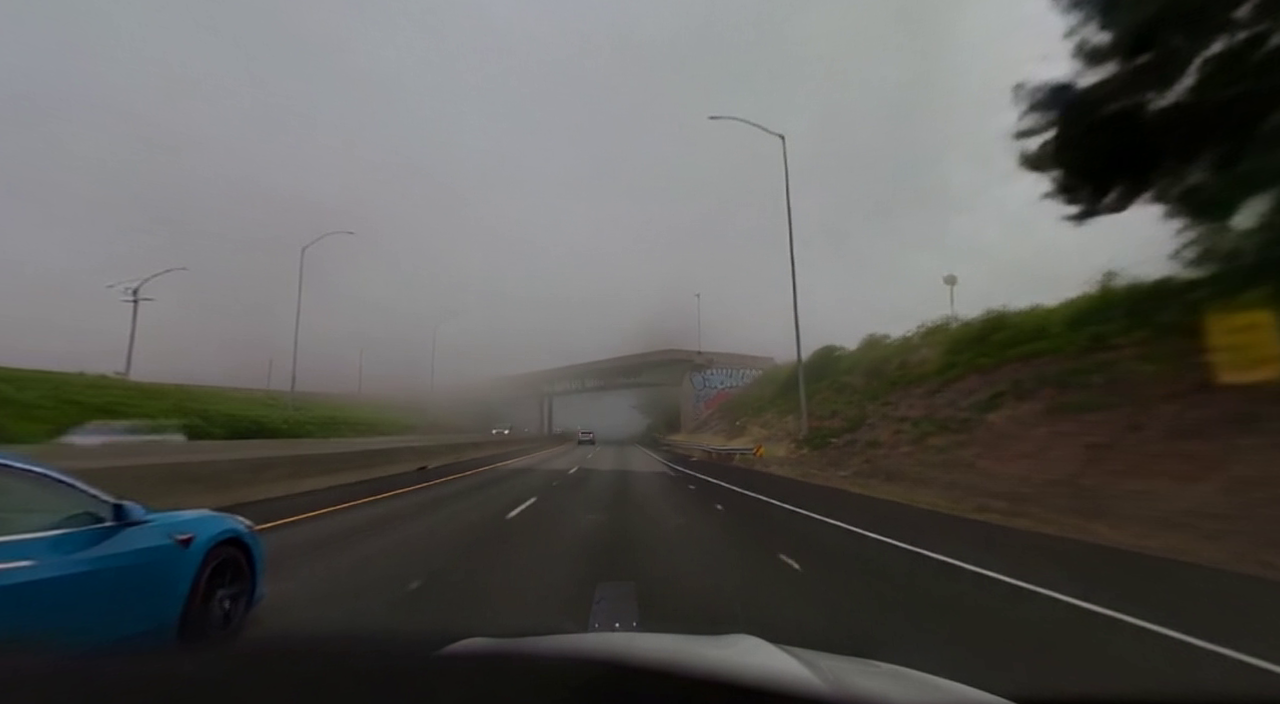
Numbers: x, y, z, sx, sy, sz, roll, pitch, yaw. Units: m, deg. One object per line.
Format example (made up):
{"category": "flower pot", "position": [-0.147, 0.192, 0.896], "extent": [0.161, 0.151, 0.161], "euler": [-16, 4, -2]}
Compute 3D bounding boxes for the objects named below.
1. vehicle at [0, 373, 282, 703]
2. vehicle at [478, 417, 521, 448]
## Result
{"category": "vehicle", "position": [-3.465, 0.794, 1.896], "extent": [2.108, 1.555, 4.574], "euler": [0, -8, -1]}
{"category": "vehicle", "position": [-10.941, 6.329, 49.393], "extent": [2.240, 2.254, 5.250], "euler": [1, -8, -1]}
